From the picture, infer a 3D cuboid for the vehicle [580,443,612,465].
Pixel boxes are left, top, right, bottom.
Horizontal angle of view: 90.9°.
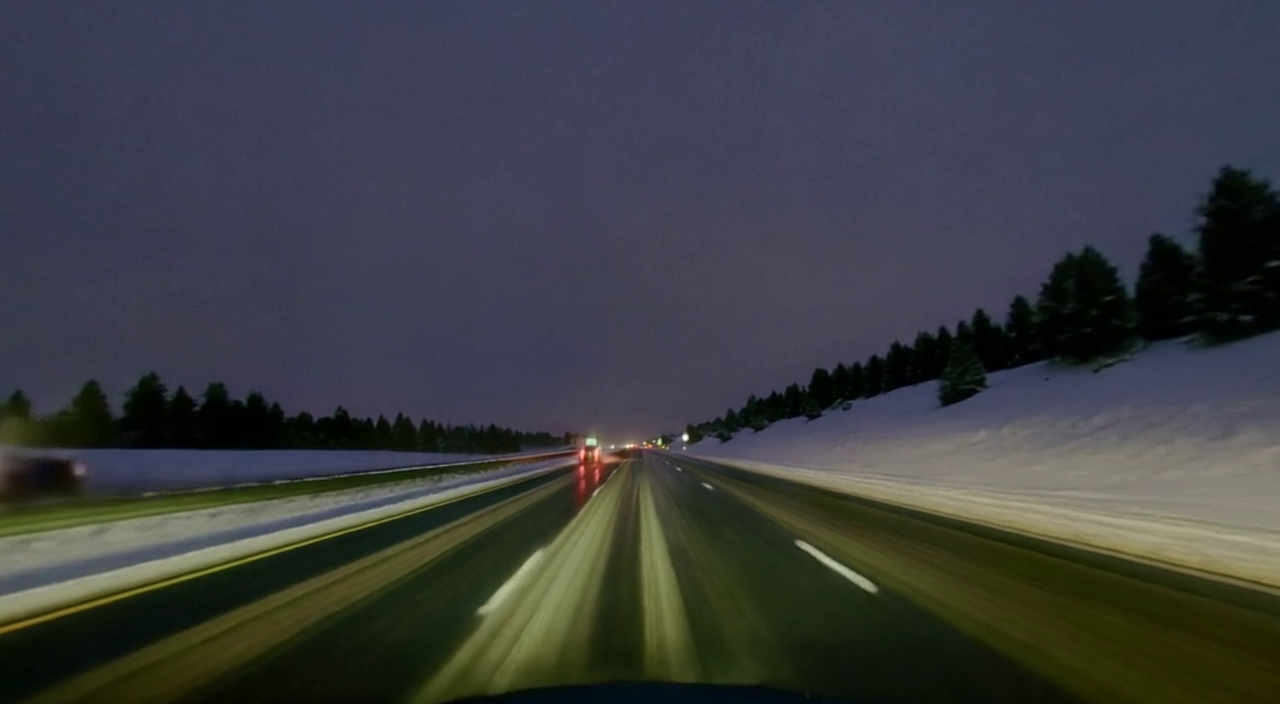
[{"bbox_3d":[-3.128,7.292,45.385,1.991,1.475,4.302,0,-8,0],"label":"vehicle"}]
